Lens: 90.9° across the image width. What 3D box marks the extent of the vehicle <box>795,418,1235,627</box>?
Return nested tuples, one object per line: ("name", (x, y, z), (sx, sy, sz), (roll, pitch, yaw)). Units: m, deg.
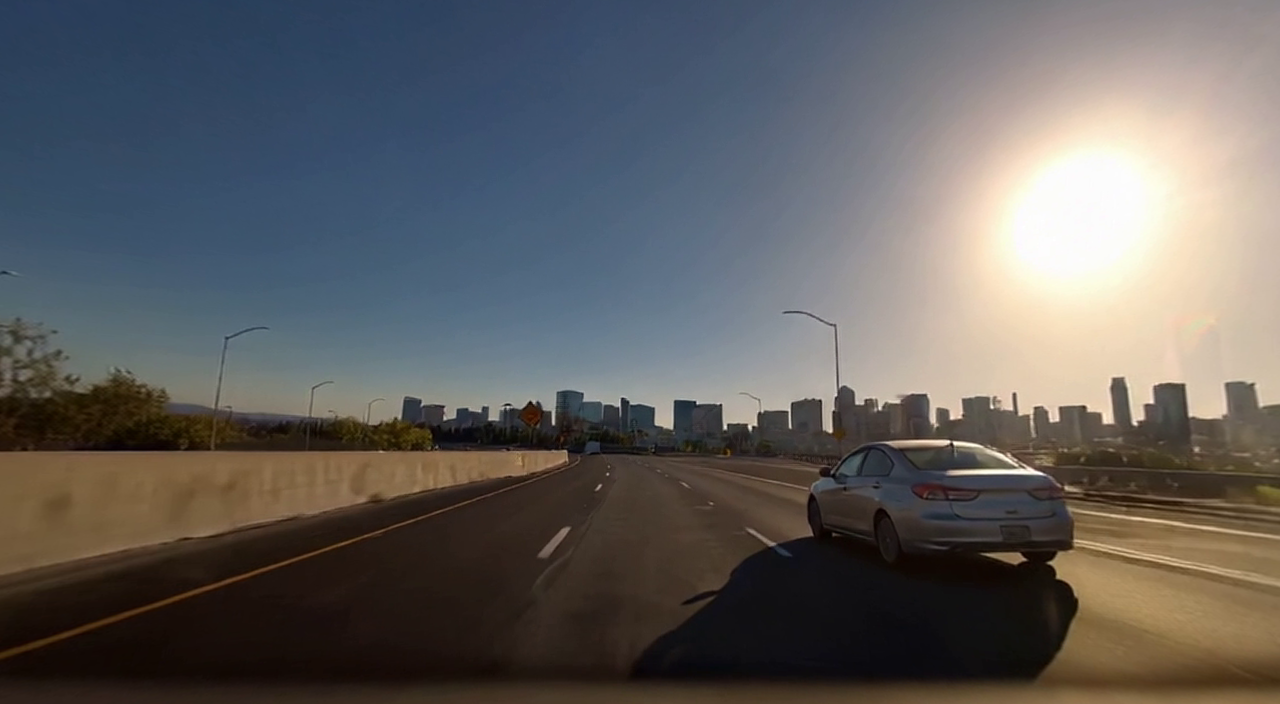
("vehicle", (3.458, 1.658, 7.238), (2.104, 1.575, 4.698), (0, -9, -1))
